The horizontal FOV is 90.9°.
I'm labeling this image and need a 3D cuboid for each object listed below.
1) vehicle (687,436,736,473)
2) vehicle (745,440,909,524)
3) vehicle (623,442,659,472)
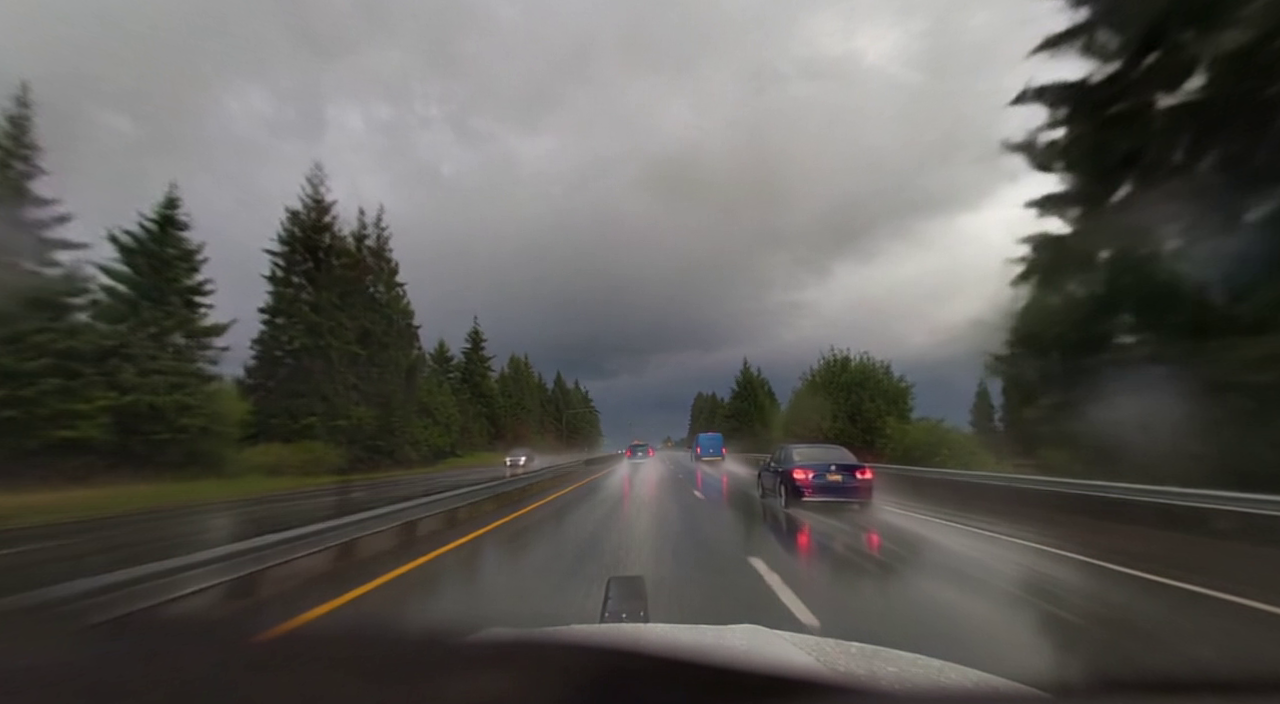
[{"bbox_3d":[4.188,6.134,37.924,2.371,2.045,4.768,0,-9,0],"label":"vehicle"},{"bbox_3d":[3.665,2.646,13.466,2.043,1.431,4.922,0,-9,0],"label":"vehicle"},{"bbox_3d":[0.103,6.323,38.197,2.087,1.707,4.316,0,-9,2],"label":"vehicle"}]
